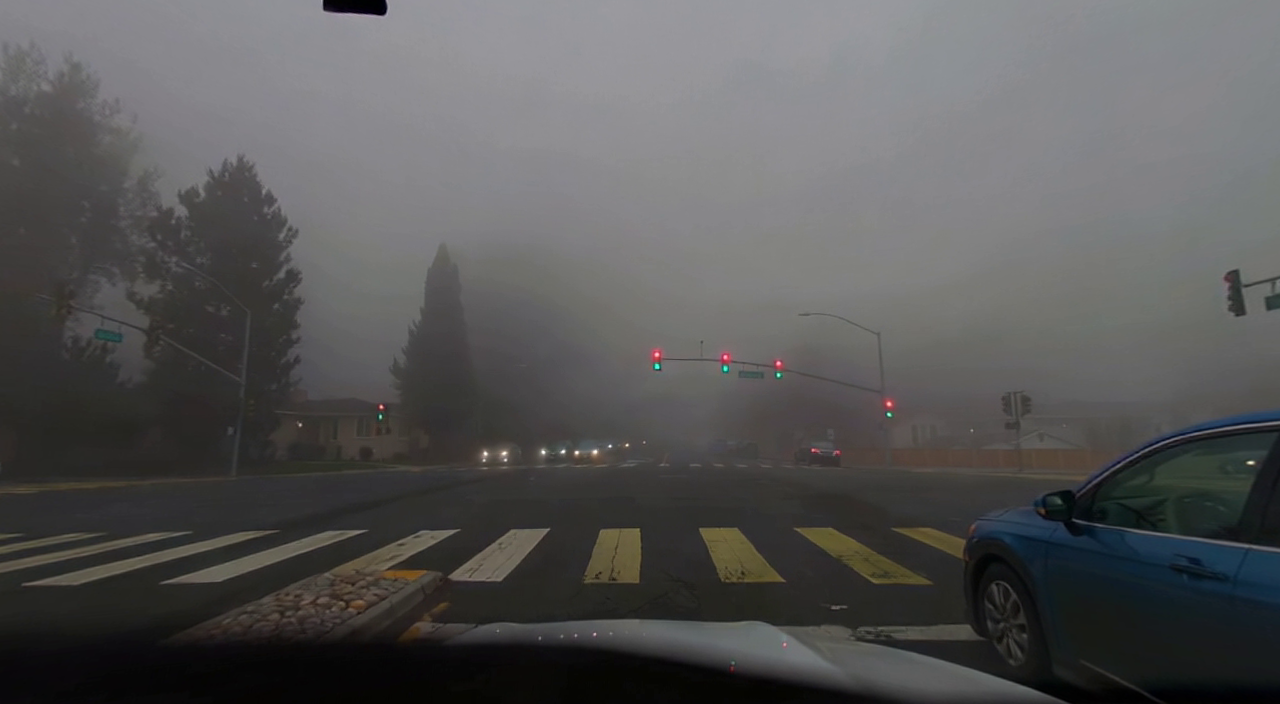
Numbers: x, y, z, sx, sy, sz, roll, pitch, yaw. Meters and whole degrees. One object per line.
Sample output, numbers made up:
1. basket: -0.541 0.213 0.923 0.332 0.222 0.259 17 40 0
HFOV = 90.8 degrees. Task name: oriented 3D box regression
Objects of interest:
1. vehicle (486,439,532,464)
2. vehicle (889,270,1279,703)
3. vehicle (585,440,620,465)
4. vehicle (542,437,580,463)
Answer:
1. vehicle: -8.945 6.854 43.626 2.028 1.654 5.027 0 -9 1
2. vehicle: 2.711 0.708 1.721 2.085 1.800 4.908 0 -9 1
3. vehicle: -2.384 6.595 41.580 2.046 1.491 4.118 0 -9 0
4. vehicle: -5.522 6.902 44.418 2.091 1.707 4.157 0 -9 0
